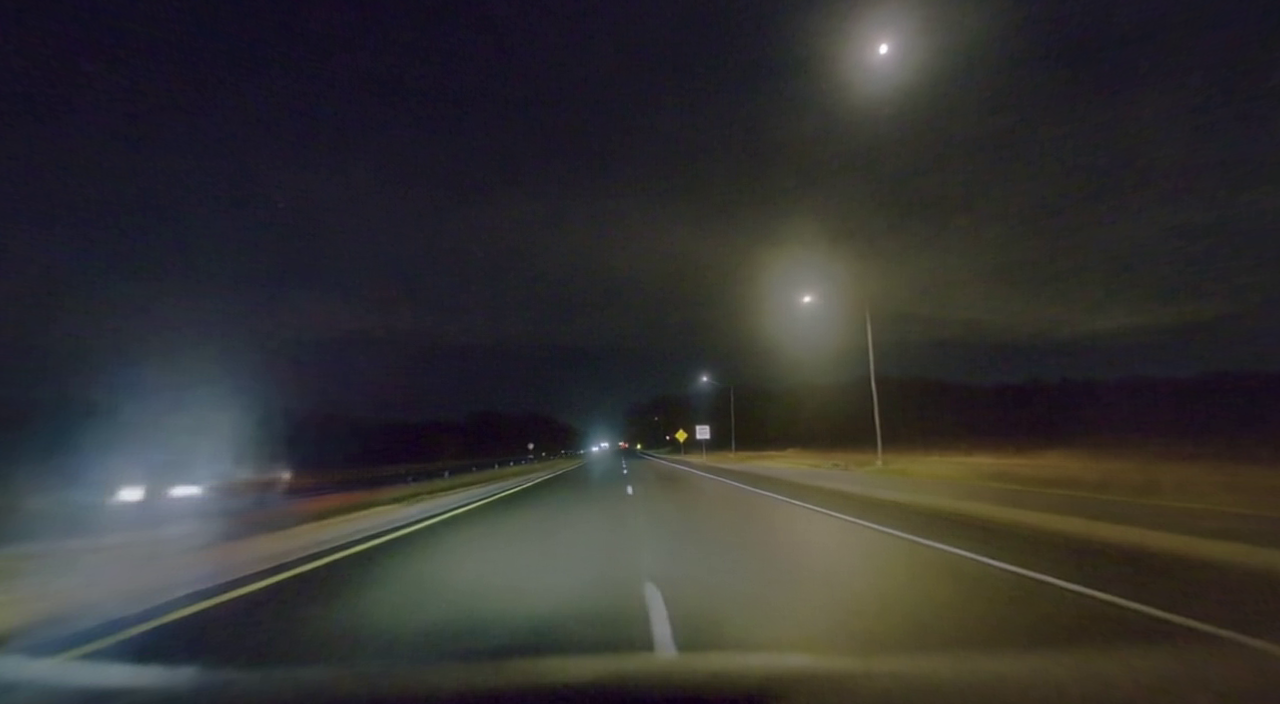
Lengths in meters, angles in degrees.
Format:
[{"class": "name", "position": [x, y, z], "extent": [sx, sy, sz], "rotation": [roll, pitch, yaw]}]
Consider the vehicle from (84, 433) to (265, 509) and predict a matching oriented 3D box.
[{"class": "vehicle", "position": [-14.287, 3.658, 19.779], "extent": [2.096, 2.063, 4.815], "rotation": [0, -9, -2]}]
